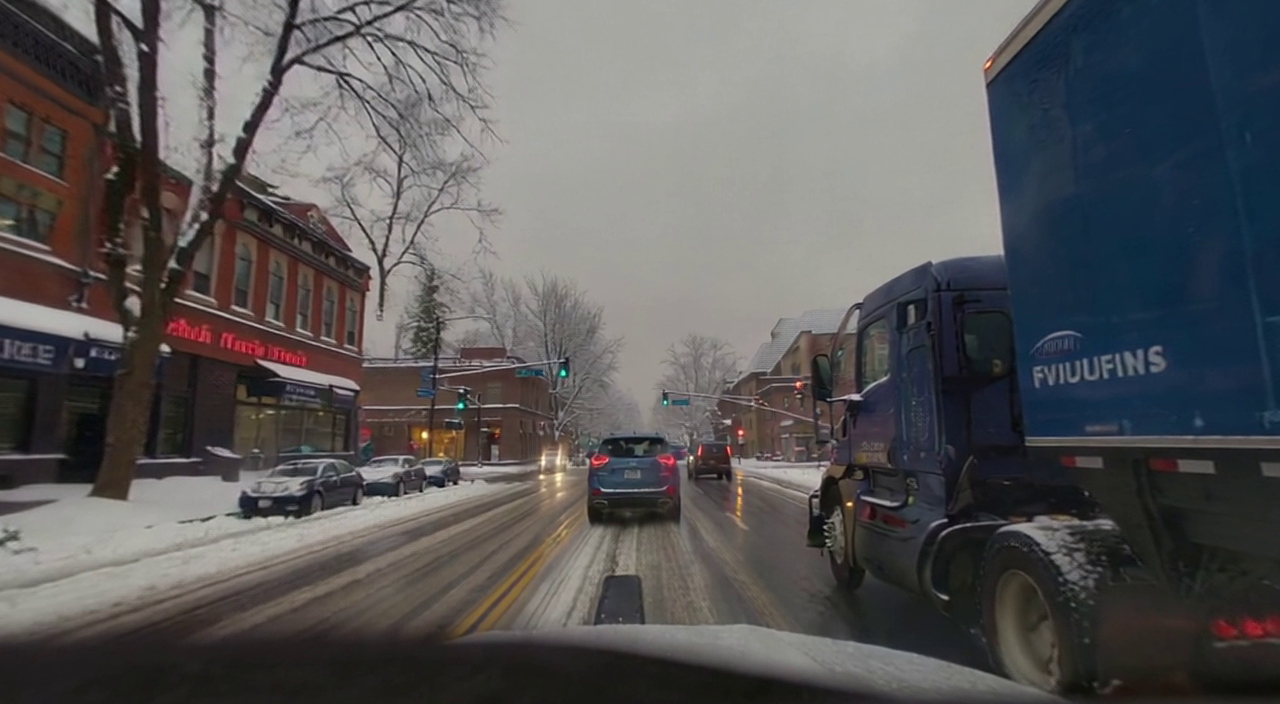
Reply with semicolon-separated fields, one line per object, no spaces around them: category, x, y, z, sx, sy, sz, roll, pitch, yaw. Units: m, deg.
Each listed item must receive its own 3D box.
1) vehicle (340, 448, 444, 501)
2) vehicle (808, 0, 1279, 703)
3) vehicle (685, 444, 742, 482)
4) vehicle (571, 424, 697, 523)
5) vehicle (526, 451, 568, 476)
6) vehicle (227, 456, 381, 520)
vehicle;-8.869;4.366;23.067;2.084;1.686;4.422;0;-8;-1
vehicle;3.244;-0.180;1.875;2.913;3.771;9.716;0;-8;1
vehicle;3.450;5.292;30.491;2.159;1.696;4.316;0;-8;-1
vehicle;-0.078;2.554;13.822;2.283;1.783;4.548;0;-8;1
vehicle;-5.856;7.069;40.324;1.947;1.462;4.640;0;-8;1
vehicle;-8.753;3.540;16.973;1.805;1.379;4.359;0;-8;-1
